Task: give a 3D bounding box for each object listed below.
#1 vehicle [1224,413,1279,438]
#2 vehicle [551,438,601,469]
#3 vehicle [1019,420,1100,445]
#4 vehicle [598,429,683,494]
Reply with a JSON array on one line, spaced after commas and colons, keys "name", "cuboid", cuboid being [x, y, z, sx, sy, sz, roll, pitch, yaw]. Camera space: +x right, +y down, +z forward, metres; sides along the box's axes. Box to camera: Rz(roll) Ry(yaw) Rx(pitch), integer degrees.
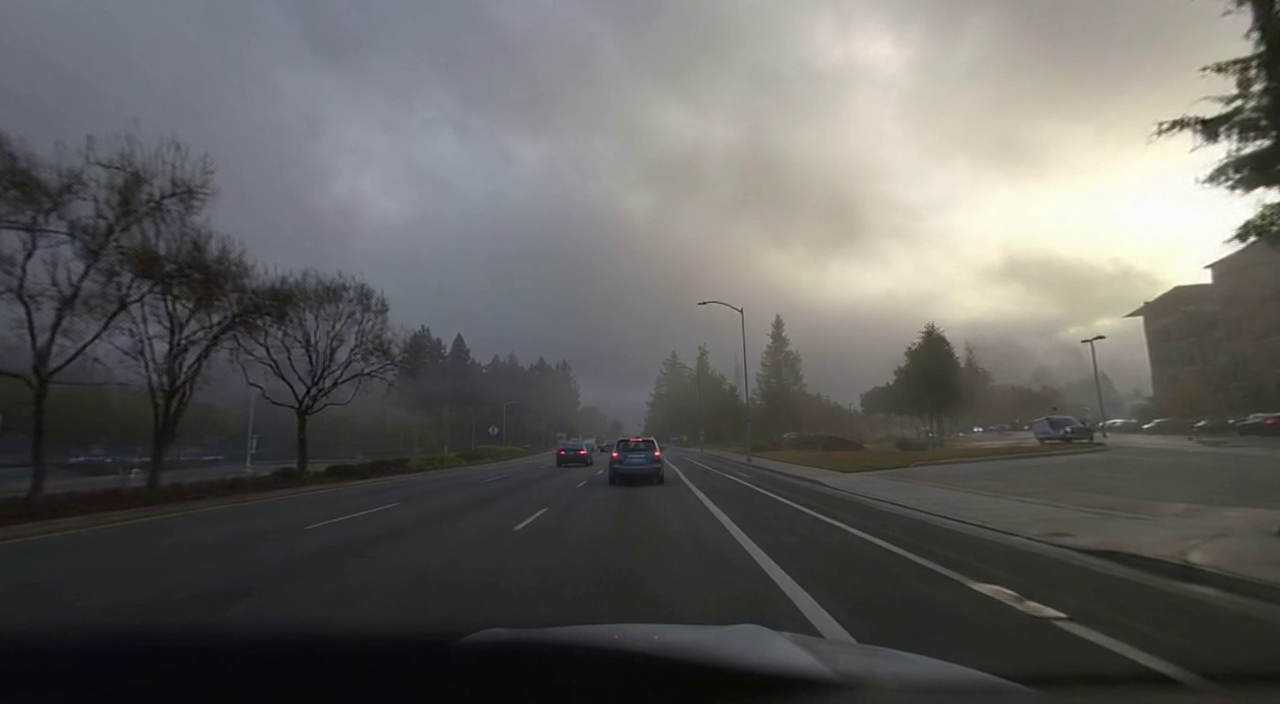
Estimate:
[{"name": "vehicle", "cuboid": [45.077, 5.197, 44.760, 4.851, 1.673, 1.912, -5, -10, 30]}, {"name": "vehicle", "cuboid": [-3.269, 5.344, 33.382, 1.942, 1.462, 4.905, -1, -8, 2]}, {"name": "vehicle", "cuboid": [31.865, 6.163, 48.120, 4.903, 1.767, 2.105, -5, -10, 31]}, {"name": "vehicle", "cuboid": [0.023, 3.129, 18.344, 2.199, 1.652, 4.101, 0, -8, 0]}]
